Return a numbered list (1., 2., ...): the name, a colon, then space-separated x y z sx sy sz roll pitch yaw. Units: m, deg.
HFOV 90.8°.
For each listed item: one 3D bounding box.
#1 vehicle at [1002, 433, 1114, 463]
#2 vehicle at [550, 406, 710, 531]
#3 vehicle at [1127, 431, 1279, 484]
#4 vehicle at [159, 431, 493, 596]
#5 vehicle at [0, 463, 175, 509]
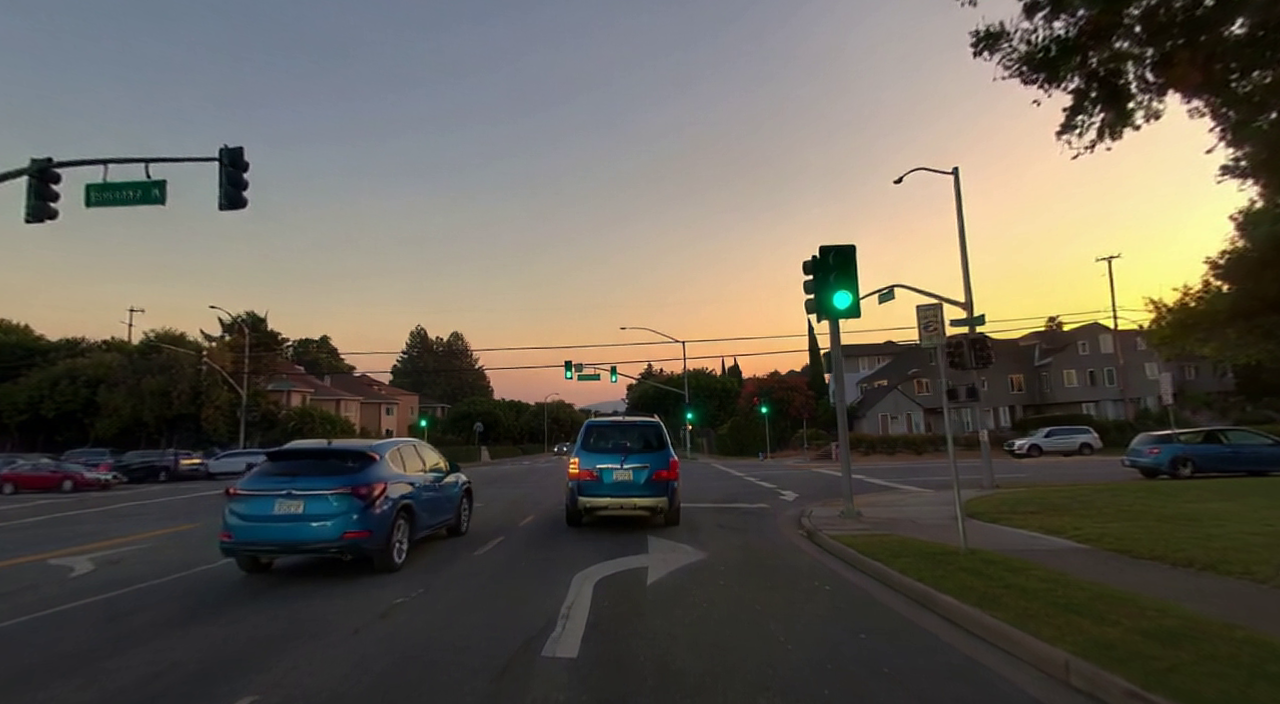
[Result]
1. vehicle: 21.351 4.930 32.471 4.353 1.431 1.876 -2 -9 14
2. vehicle: -0.188 2.100 11.921 2.396 1.881 4.606 0 -8 -1
3. vehicle: 17.234 3.006 18.117 4.715 1.439 1.874 -2 -9 14
4. vehicle: -3.334 1.777 7.910 1.934 1.459 4.368 0 -8 0
5. vehicle: -19.365 4.660 22.233 4.678 1.417 2.065 -2 -9 10
